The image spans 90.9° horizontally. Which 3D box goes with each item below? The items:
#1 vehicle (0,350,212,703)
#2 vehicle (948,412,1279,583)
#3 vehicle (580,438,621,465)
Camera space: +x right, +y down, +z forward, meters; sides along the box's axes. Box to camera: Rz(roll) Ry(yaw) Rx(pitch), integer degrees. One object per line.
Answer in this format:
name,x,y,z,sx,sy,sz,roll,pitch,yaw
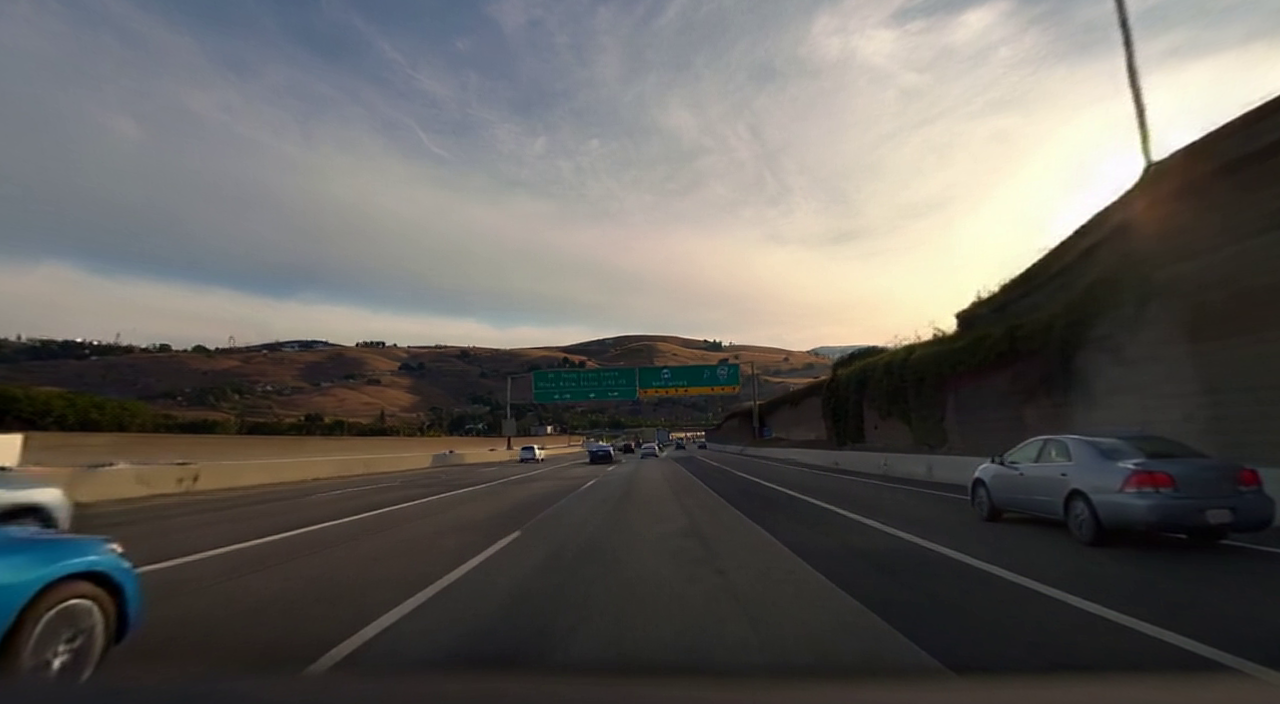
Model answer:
vehicle,-3.918,0.681,1.420,2.210,1.730,5.133,-1,-8,1
vehicle,6.279,1.742,8.437,2.122,1.646,4.491,-1,-8,2
vehicle,-2.718,7.084,45.049,2.172,1.824,5.031,-1,-8,5
